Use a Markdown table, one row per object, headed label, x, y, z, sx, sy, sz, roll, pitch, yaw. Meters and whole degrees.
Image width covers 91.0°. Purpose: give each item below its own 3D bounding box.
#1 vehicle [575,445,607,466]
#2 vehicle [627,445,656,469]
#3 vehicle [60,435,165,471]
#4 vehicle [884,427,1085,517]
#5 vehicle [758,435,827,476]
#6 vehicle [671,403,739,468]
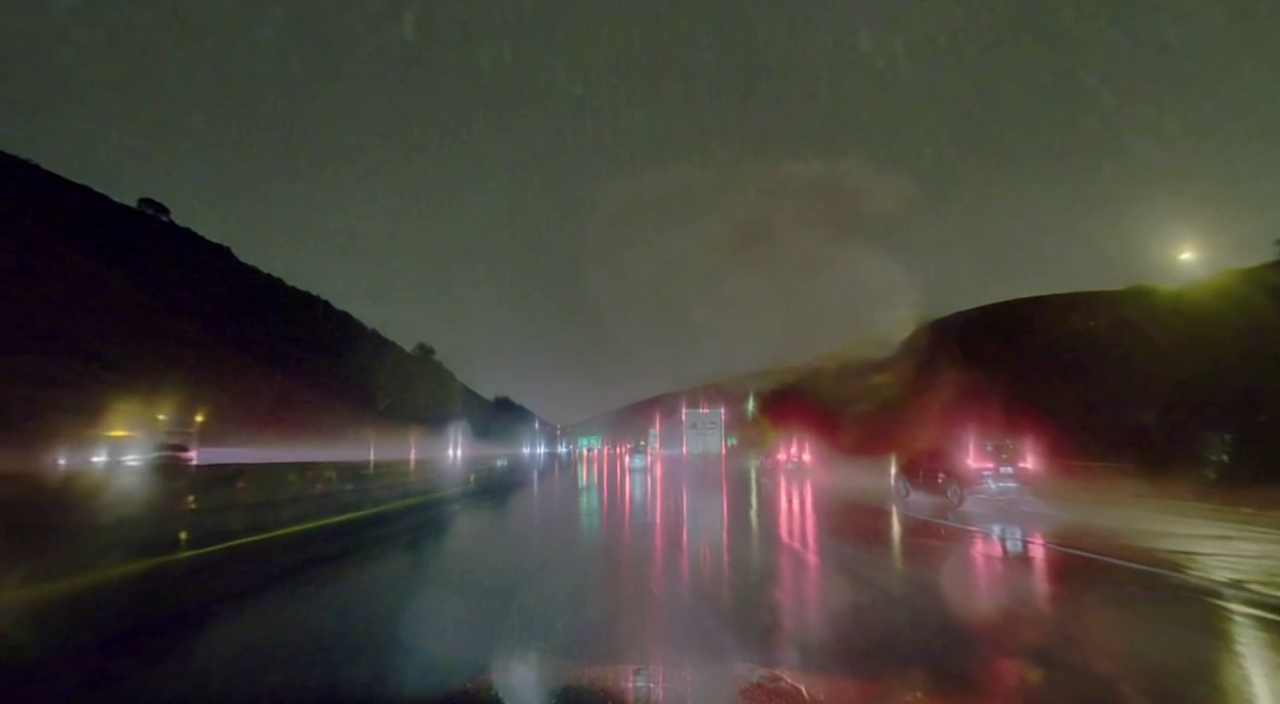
| label | x | y | z | sx | sy | sz | roll | pitch | yaw |
| --- | --- | --- | --- | --- | --- | --- | --- | --- | --- |
| vehicle | -3.747 | 7.979 | 48.650 | 2.132 | 1.506 | 4.256 | 0 | -9 | 0 |
| vehicle | 0.070 | 7.013 | 42.262 | 1.866 | 1.492 | 3.932 | 0 | -9 | -1 |
| vehicle | -39.465 | 7.567 | 47.372 | 2.736 | 2.463 | 5.726 | 0 | -9 | 1 |
| vehicle | 7.397 | 2.615 | 14.201 | 2.044 | 1.676 | 4.421 | 0 | -9 | 1 |
| vehicle | 7.269 | 4.977 | 30.518 | 2.143 | 1.775 | 4.729 | 0 | -9 | 0 |
| vehicle | 3.880 | 5.477 | 40.522 | 3.130 | 3.607 | 11.129 | 0 | -9 | 0 |
